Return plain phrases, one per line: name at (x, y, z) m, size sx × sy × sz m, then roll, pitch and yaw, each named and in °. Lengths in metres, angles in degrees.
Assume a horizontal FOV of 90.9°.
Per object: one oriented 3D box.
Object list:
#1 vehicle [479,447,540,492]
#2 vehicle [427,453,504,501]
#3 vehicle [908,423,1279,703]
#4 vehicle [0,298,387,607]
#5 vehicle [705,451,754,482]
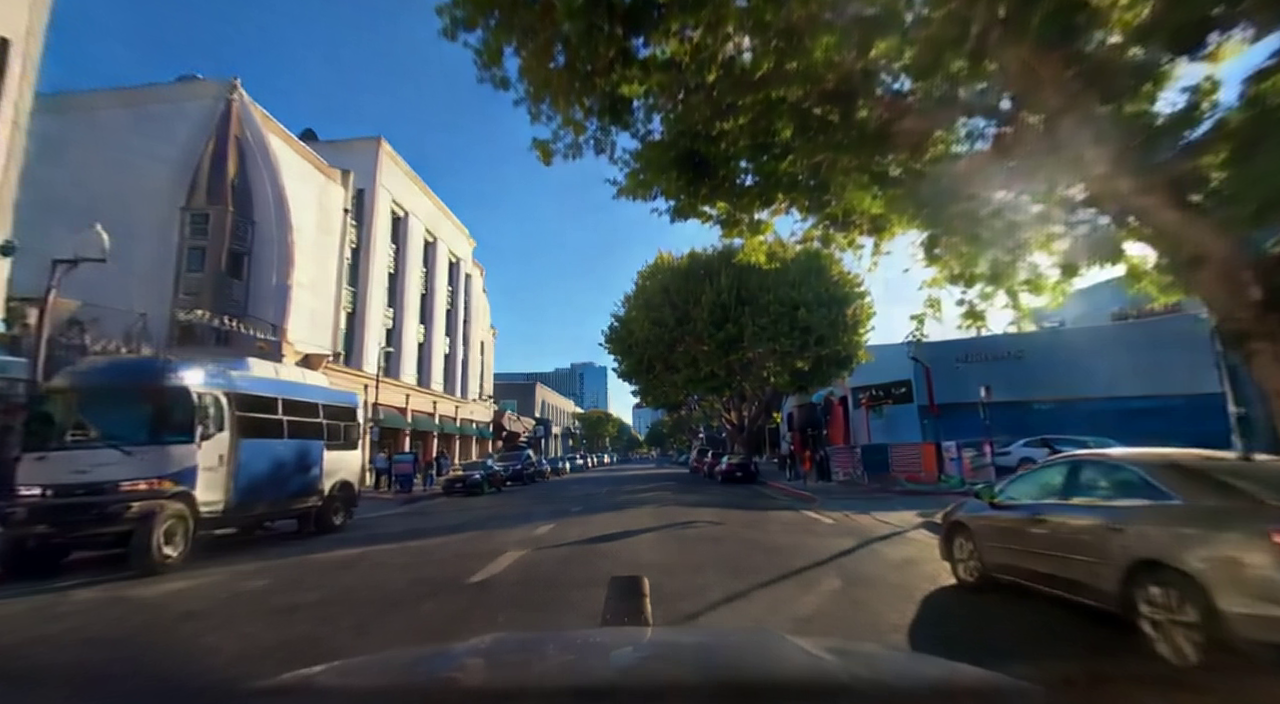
vehicle at (-6.456, 5.799, 31.668) m, size 2.238 × 1.891 × 4.780 m, roll -1°, pitch -7°, yaw -3°
vehicle at (-6.661, 4.786, 24.593) m, size 1.917 × 1.487 × 4.659 m, roll -2°, pitch -8°, yaw -3°
vehicle at (4.090, 1.362, 4.792) m, size 2.091 × 1.501 × 4.245 m, roll 0°, pitch -9°, yaw -2°
vehicle at (-6.829, 1.450, 10.002) m, size 2.851 × 3.375 × 6.057 m, roll 0°, pitch -8°, yaw 2°
vehicle at (4.753, 6.138, 34.098) m, size 1.973 × 1.494 × 4.867 m, roll 0°, pitch -9°, yaw 0°
